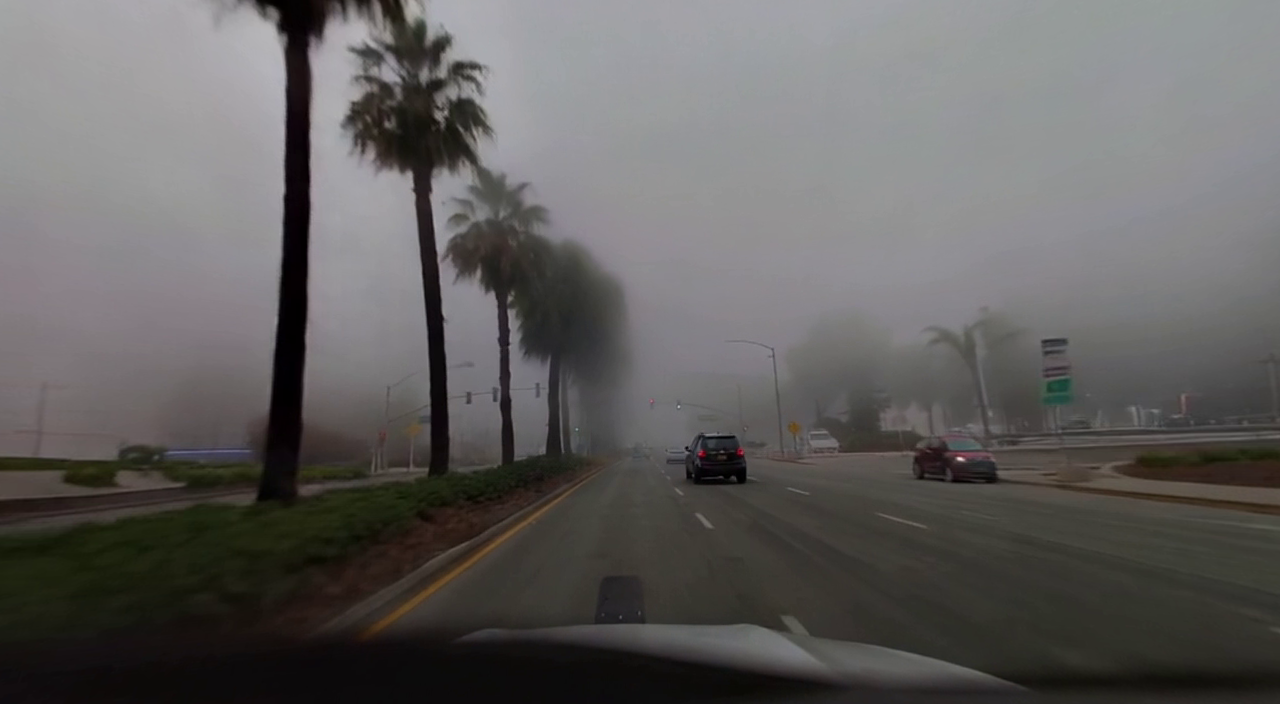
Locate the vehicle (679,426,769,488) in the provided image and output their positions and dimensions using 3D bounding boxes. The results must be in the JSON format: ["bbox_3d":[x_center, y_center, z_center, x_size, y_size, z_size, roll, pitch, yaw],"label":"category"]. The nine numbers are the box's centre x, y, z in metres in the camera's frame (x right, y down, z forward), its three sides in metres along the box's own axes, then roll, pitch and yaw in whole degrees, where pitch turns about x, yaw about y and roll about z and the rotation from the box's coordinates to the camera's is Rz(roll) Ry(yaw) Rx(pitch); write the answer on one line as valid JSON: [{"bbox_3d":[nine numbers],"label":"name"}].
[{"bbox_3d":[2.957,3.885,23.668,2.559,2.017,5.562,0,-9,0],"label":"vehicle"}]

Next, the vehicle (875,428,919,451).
[{"bbox_3d":[19.370,6.611,47.522,2.100,1.626,4.450,-6,-10,33],"label":"vehicle"}]

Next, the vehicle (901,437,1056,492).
[{"bbox_3d":[10.159,3.420,19.558,1.989,1.472,5.054,0,-9,0],"label":"vehicle"}]
